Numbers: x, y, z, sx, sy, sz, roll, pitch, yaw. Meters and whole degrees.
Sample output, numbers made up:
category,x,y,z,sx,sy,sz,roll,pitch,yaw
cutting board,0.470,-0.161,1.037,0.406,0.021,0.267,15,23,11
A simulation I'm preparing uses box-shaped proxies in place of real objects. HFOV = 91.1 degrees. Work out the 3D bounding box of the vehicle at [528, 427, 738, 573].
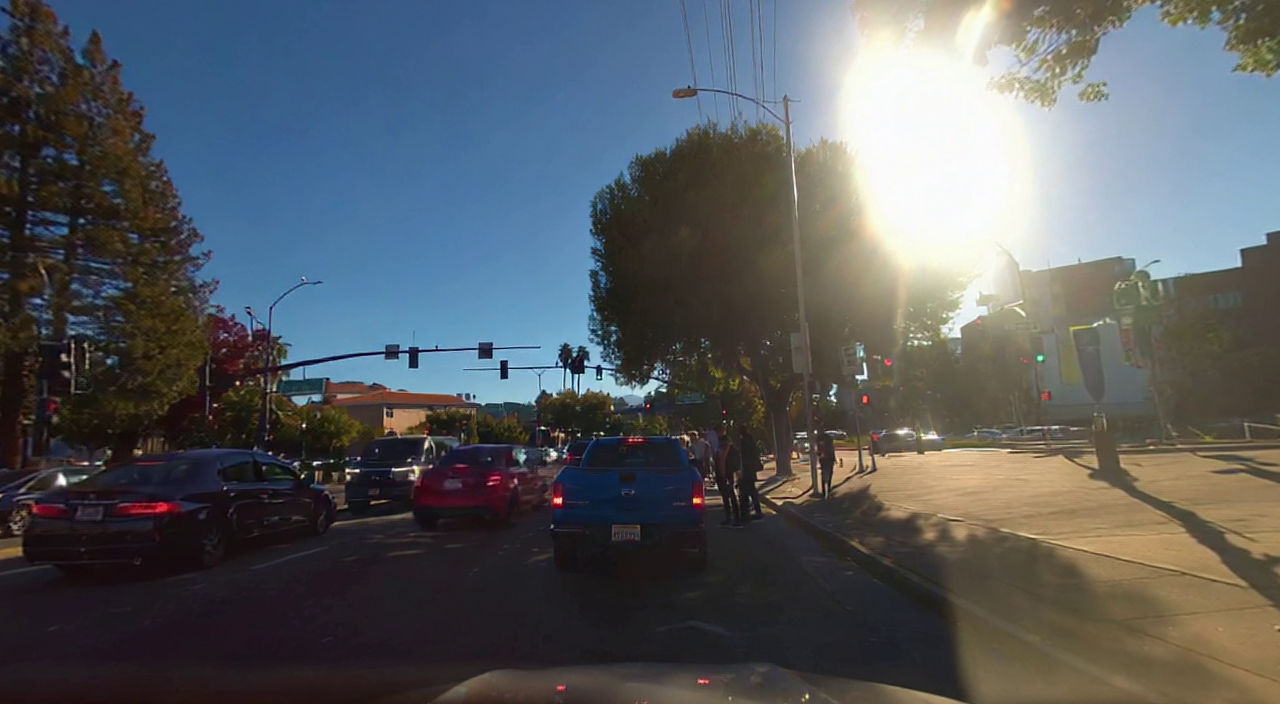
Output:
category,x,y,z,sx,sy,sz,roll,pitch,yaw
vehicle,-0.052,1.860,8.688,2.182,1.501,4.150,0,-9,1

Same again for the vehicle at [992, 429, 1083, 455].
category,x,y,z,sx,sy,sz,roll,pitch,yaw
vehicle,23.804,5.435,37.750,4.454,1.440,1.816,-5,-10,30

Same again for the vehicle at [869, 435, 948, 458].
category,x,y,z,sx,sy,sz,roll,pitch,yaw
vehicle,17.563,6.197,41.114,4.441,1.452,1.798,-5,-10,30

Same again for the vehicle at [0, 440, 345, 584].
category,x,y,z,sx,sy,sz,roll,pitch,yaw
vehicle,-6.338,2.060,9.001,1.948,1.530,4.283,0,-9,3

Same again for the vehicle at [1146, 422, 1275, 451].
category,x,y,z,sx,sy,sz,roll,pitch,yaw
vehicle,30.535,4.587,33.801,4.739,1.472,1.804,-5,-10,29

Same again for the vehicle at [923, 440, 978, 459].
category,x,y,z,sx,sy,sz,roll,pitch,yaw
vehicle,24.619,7.706,49.784,3.662,1.442,1.787,-5,-10,32

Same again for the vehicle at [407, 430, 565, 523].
category,x,y,z,sx,sy,sz,roll,pitch,yaw
vehicle,-3.075,2.605,13.722,2.040,1.660,4.609,-1,-9,3
